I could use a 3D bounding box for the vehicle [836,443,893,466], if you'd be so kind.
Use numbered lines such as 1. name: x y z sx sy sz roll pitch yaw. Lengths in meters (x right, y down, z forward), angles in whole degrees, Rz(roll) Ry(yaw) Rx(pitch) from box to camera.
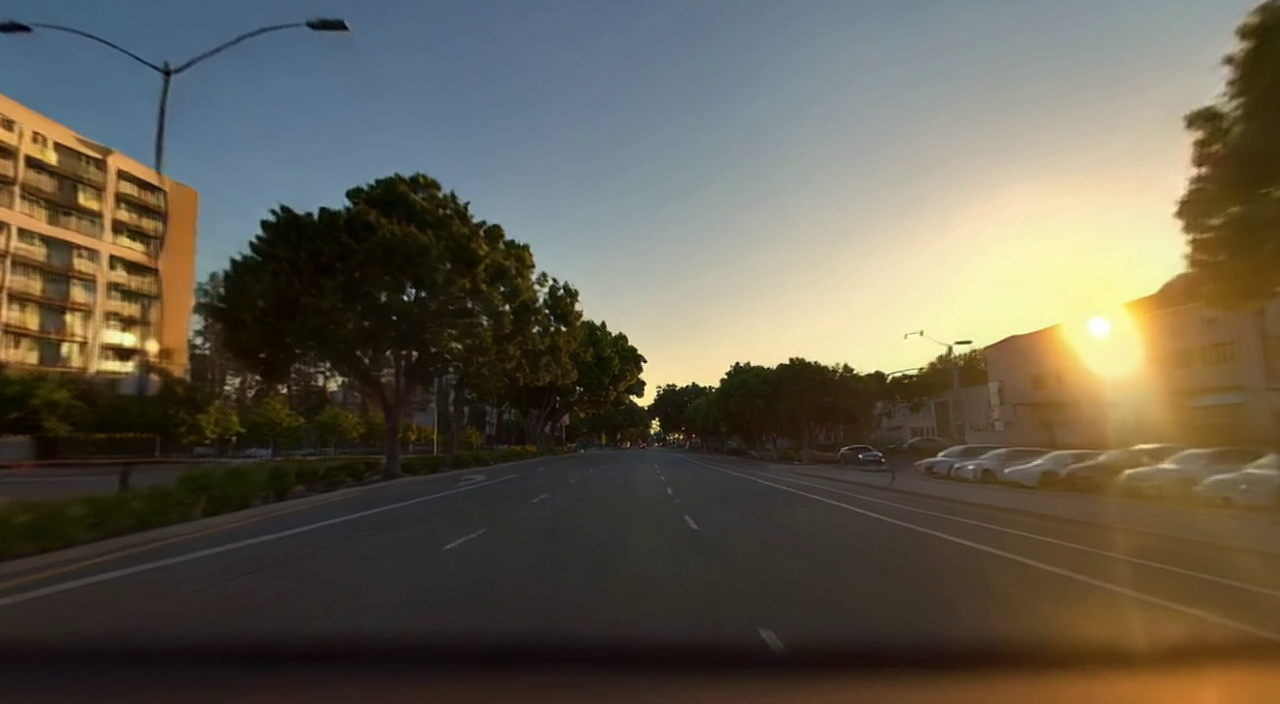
1. vehicle: 15.269 7.014 43.131 1.931 1.475 4.671 0 -9 -3

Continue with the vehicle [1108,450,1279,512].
1. vehicle: 14.803 3.223 15.954 4.227 1.434 2.031 0 -9 0
